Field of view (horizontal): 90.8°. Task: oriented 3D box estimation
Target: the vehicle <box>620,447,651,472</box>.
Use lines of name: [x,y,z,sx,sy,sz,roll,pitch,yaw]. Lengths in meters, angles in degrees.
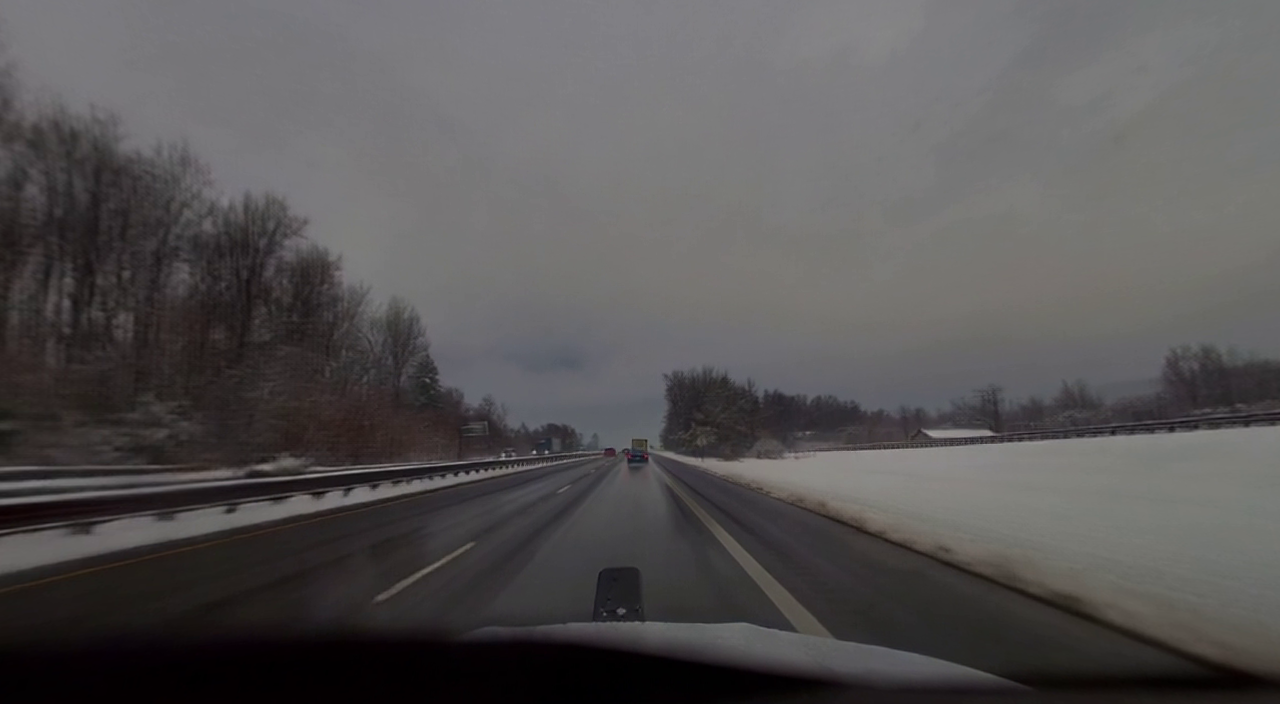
vehicle: [-0.268,6.669,39.298,1.853,1.436,3.438,0,-9,-1]
